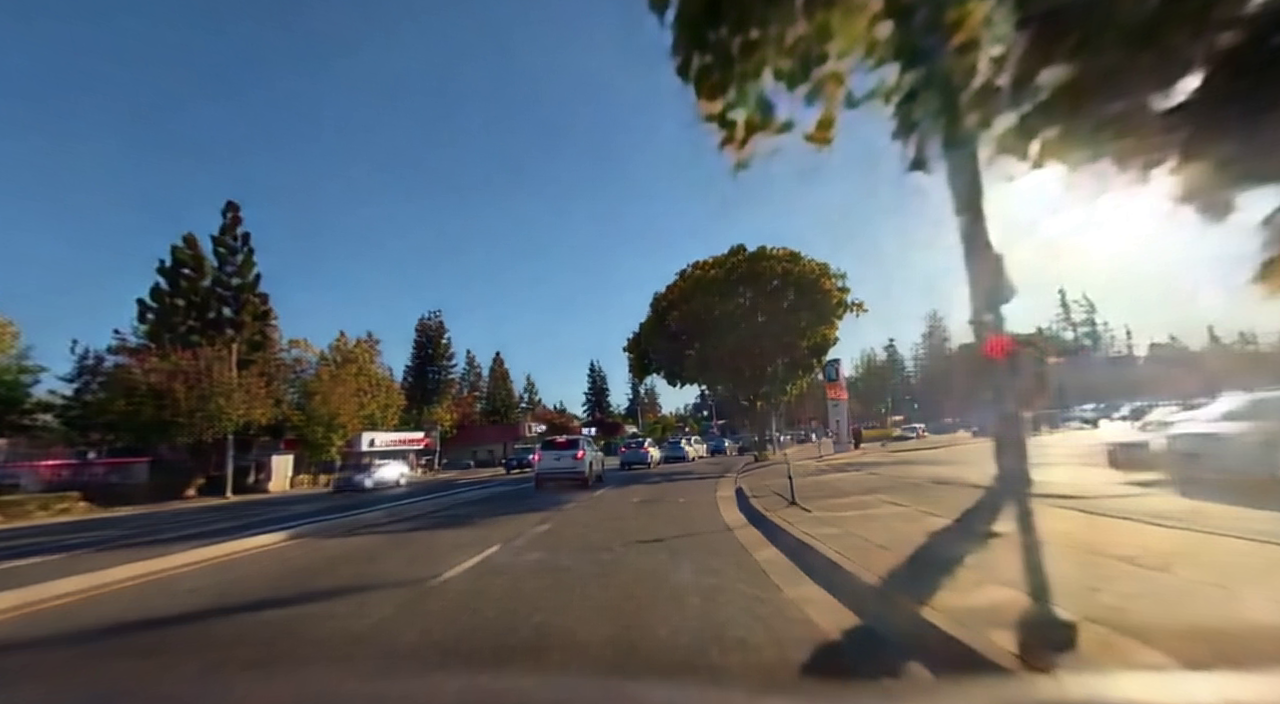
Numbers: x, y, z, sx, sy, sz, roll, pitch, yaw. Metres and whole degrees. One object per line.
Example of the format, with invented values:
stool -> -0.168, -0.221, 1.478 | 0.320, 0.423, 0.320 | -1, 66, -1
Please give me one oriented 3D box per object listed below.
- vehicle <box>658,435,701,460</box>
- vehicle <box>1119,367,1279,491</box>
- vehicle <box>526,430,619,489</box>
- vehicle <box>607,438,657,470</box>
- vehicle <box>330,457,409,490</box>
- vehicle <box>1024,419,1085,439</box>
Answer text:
vehicle -> 3.060, 7.268, 48.119 | 2.167, 1.832, 4.679 | -3, -9, 18
vehicle -> 11.820, 1.349, 11.041 | 5.004, 1.938, 2.221 | 0, -8, 1
vehicle -> -2.268, 3.802, 22.682 | 2.168, 1.783, 4.695 | -3, -9, 8
vehicle -> -0.376, 5.672, 35.458 | 2.002, 1.664, 4.113 | -2, -8, 11
vehicle -> -14.883, 6.695, 35.084 | 1.861, 1.482, 4.434 | -5, -9, 11
vehicle -> 31.628, 5.926, 48.199 | 4.106, 1.450, 1.901 | 4, -9, -26
